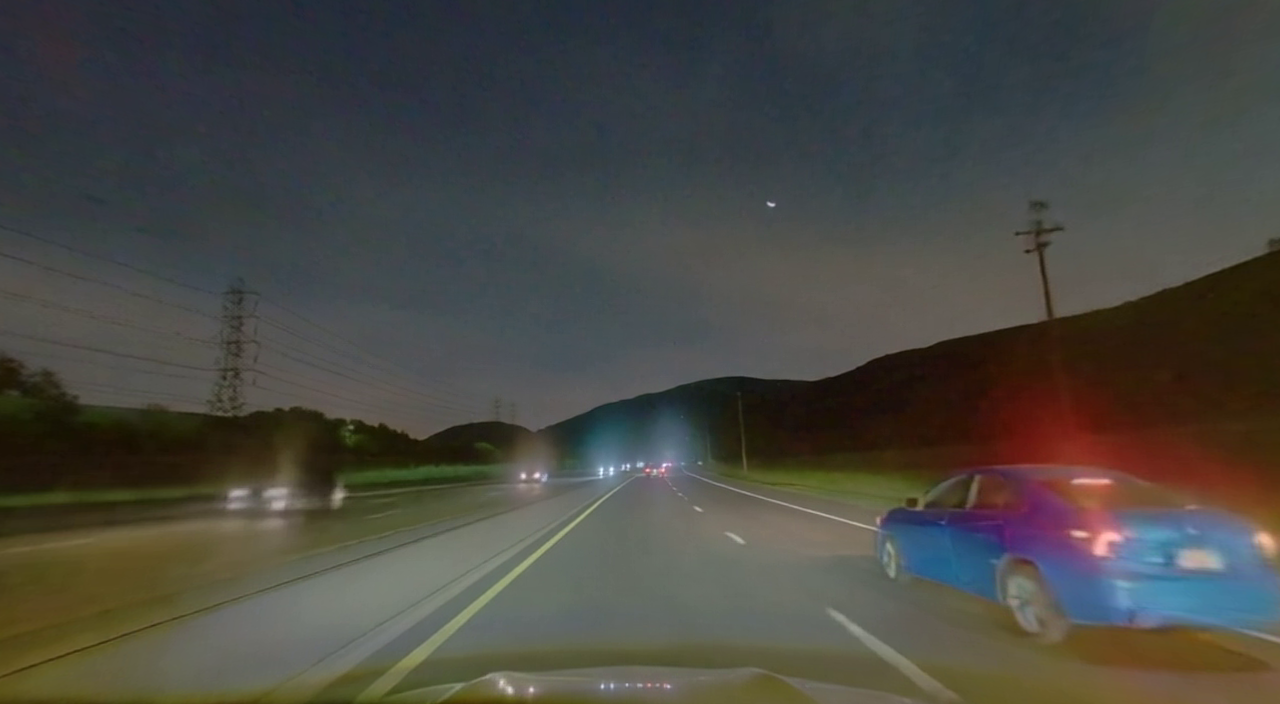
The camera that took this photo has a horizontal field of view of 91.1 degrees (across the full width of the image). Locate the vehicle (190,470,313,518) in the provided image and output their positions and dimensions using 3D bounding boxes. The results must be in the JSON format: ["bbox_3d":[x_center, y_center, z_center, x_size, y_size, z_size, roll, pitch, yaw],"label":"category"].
[{"bbox_3d":[-13.436,4.894,21.999,1.735,1.455,3.716,0,-10,3],"label":"vehicle"}]

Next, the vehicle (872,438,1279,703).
[{"bbox_3d":[3.647,1.567,5.110,1.985,1.521,3.904,1,-10,0],"label":"vehicle"}]
